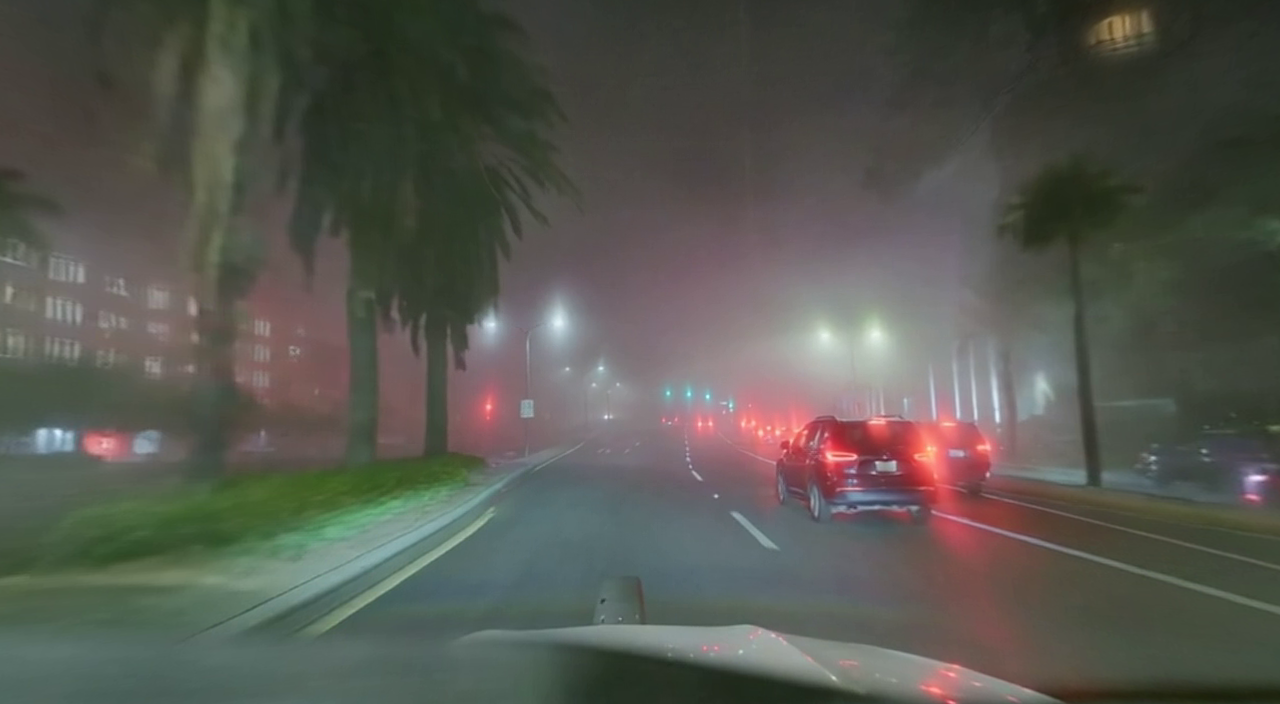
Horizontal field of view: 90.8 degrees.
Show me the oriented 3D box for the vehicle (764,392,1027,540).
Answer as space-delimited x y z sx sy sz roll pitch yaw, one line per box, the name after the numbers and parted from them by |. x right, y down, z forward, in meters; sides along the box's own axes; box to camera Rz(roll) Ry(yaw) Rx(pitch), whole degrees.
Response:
3.606 1.756 10.168 2.219 1.795 4.718 0 -9 0 | vehicle

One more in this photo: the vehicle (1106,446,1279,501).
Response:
17.627 3.848 20.407 1.818 1.568 4.309 0 -9 0 | vehicle
